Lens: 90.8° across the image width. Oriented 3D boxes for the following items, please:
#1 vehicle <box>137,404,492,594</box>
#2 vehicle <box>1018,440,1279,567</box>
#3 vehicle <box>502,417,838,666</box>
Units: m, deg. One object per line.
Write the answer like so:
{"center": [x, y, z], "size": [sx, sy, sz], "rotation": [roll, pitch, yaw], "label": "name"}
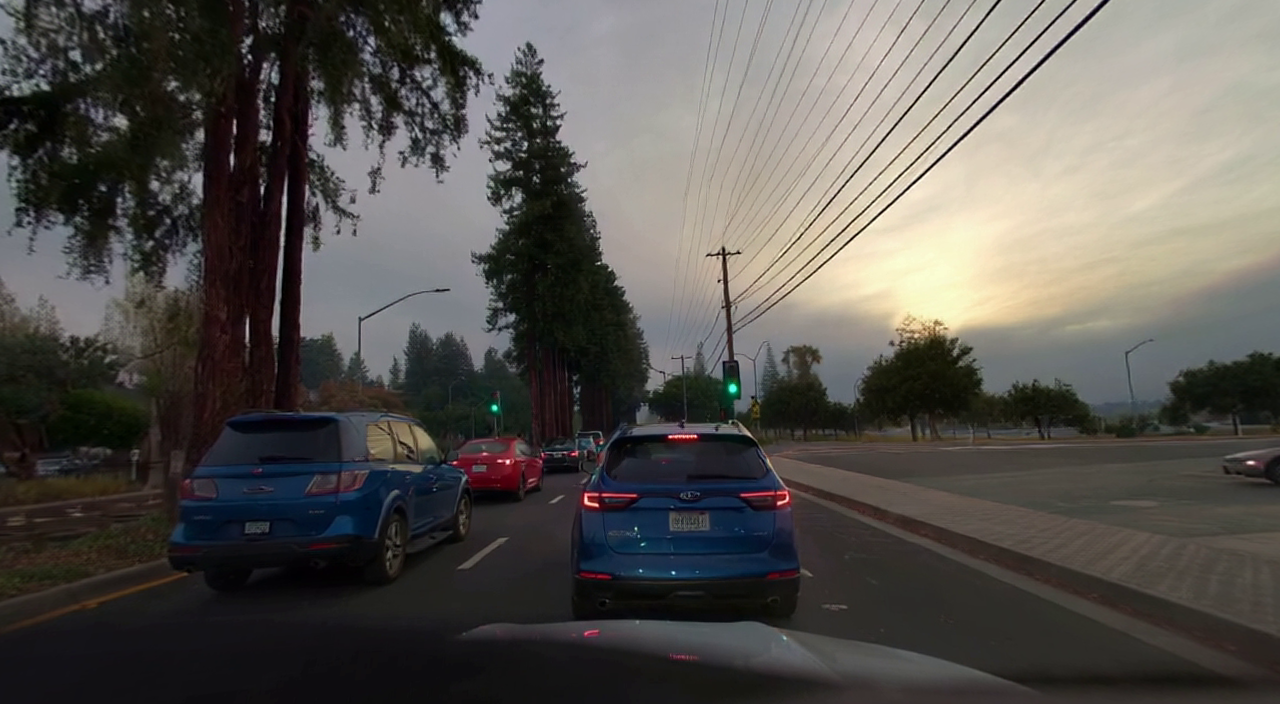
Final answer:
{"center": [-3.473, 1.655, 7.962], "size": [2.105, 1.706, 4.337], "rotation": [0, -9, 0], "label": "vehicle"}
{"center": [8.380, 2.162, 9.920], "size": [1.993, 1.508, 4.521], "rotation": [0, -9, -1], "label": "vehicle"}
{"center": [0.118, 1.457, 5.939], "size": [2.056, 1.487, 4.003], "rotation": [0, -9, -2], "label": "vehicle"}
